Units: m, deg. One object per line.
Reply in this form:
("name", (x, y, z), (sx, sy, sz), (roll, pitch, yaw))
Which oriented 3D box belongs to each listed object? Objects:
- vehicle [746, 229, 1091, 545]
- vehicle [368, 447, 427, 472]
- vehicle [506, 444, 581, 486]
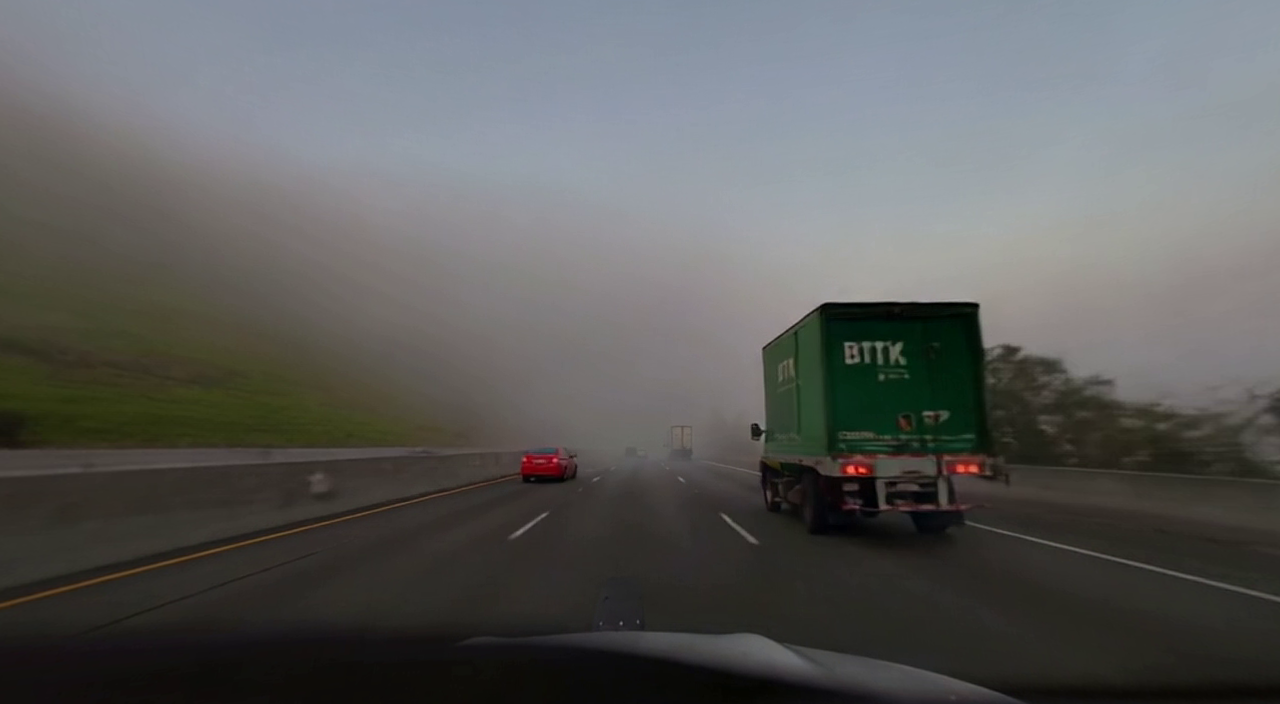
("vehicle", (3.978, 0.855, 11.134), (2.999, 4.023, 6.337), (0, -9, -1))
("vehicle", (-15.395, 6.838, 40.299), (1.971, 1.497, 4.426), (0, -9, 0))
("vehicle", (-3.663, 4.428, 25.047), (2.060, 1.475, 5.314), (0, -9, 1))
